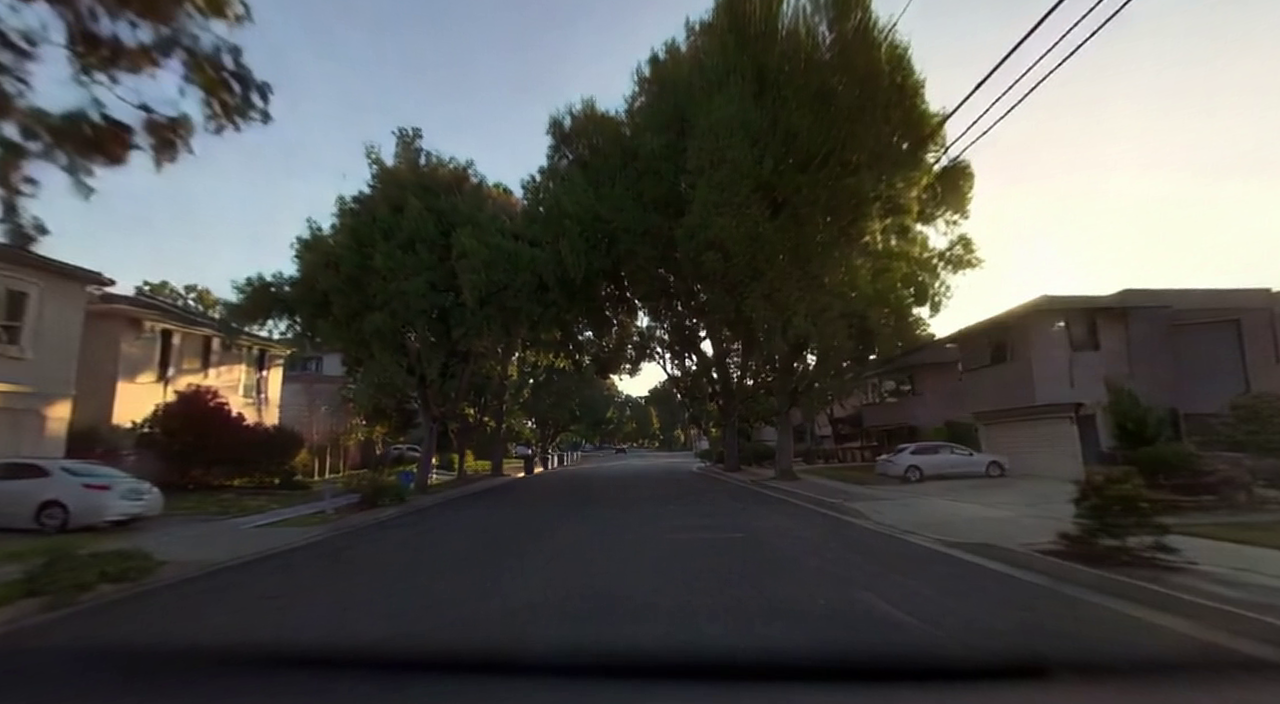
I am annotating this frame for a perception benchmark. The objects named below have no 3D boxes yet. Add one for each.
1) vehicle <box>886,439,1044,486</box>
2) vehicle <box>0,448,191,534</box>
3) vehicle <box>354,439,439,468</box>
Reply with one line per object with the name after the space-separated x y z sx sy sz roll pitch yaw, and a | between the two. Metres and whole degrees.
11.509 3.917 22.576 4.626 1.541 1.866 1 -9 -3 | vehicle
-13.596 3.120 14.515 4.887 1.788 2.006 1 -8 -4 | vehicle
-13.780 5.806 36.032 4.265 1.569 1.984 2 -9 -15 | vehicle
